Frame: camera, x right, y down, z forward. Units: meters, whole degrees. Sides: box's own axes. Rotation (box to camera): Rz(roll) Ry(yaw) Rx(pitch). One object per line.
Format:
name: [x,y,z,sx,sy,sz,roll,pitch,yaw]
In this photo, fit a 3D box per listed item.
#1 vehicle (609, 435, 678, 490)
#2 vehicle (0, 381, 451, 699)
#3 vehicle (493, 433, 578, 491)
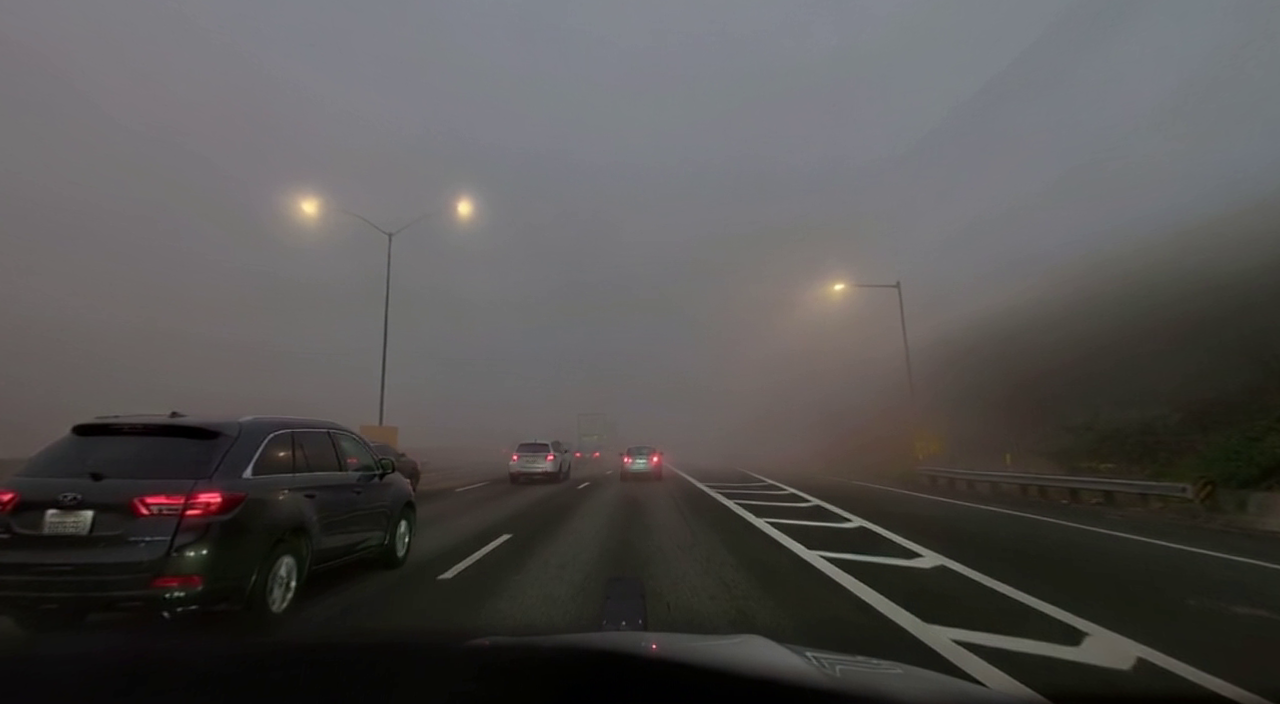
vehicle: [0.138,3.774,21.917,2.180,1.716,3.920,0,-8,1]
vehicle: [-3.497,1.333,5.641,2.209,1.711,4.296,0,-8,1]
vehicle: [-3.515,3.798,22.157,2.125,1.792,4.466,0,-8,1]
